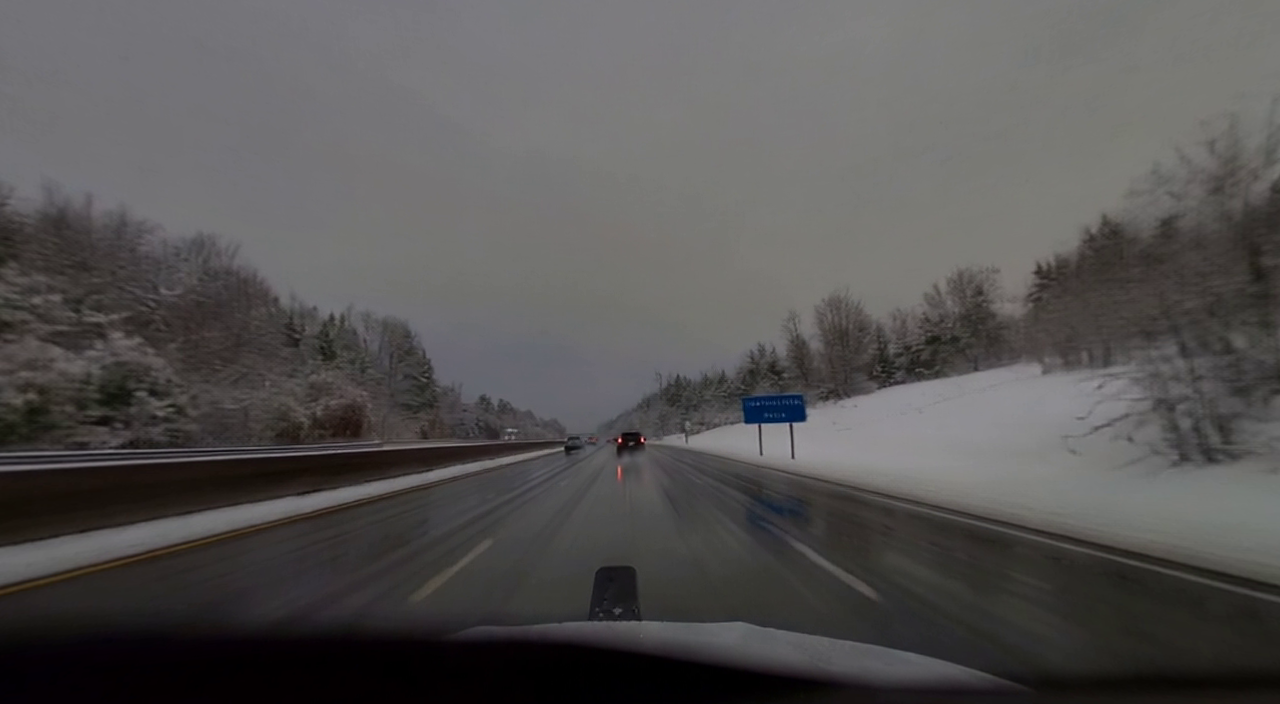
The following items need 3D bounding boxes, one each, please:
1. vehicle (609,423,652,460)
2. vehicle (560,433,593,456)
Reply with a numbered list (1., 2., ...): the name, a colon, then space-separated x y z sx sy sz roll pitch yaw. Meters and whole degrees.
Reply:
1. vehicle: -0.545 5.011 35.257 2.223 1.957 4.416 0 -8 -1
2. vehicle: -4.636 6.802 46.393 2.062 1.567 4.117 0 -8 -1
